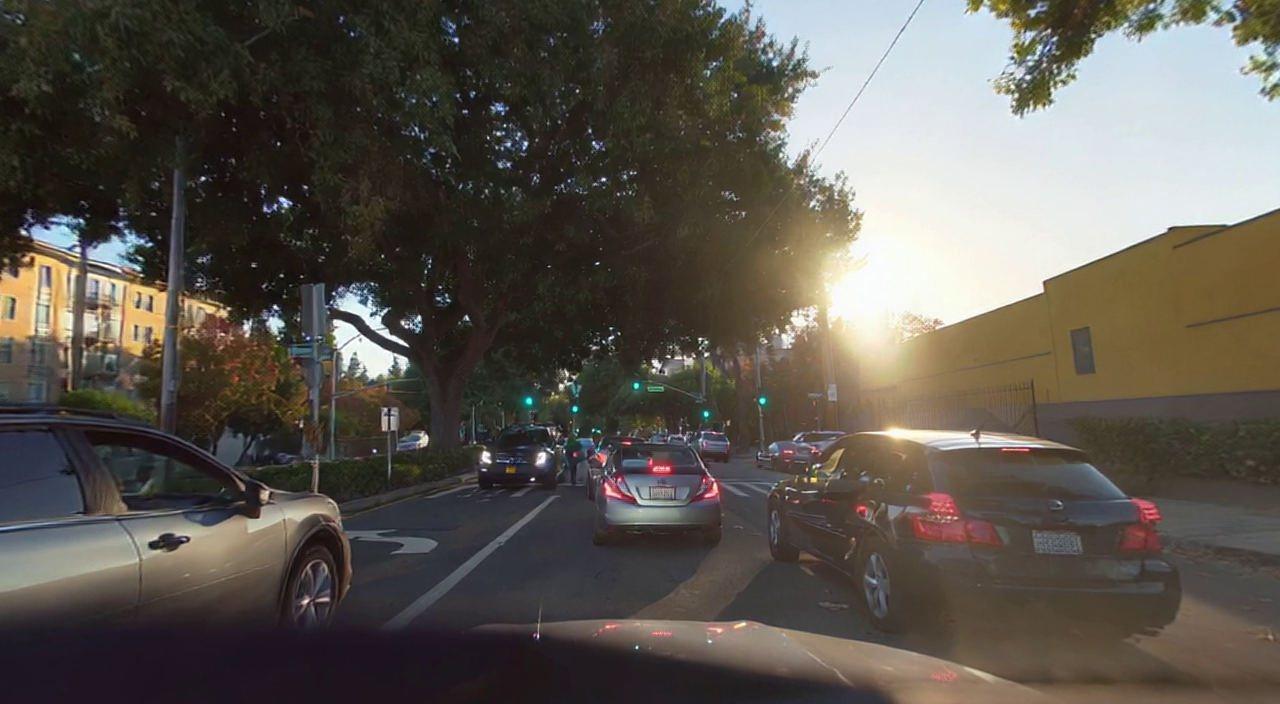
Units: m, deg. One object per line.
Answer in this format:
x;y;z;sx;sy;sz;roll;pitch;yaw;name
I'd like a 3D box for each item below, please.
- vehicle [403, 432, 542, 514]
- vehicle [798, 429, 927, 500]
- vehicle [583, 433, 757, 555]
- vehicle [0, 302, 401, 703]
-3.514;2.625;14.240;1.901;1.522;4.556;0;-9;0;vehicle
6.338;3.255;18.681;2.025;1.808;4.579;0;-9;-2;vehicle
0.270;1.996;9.578;2.095;1.438;3.843;0;-9;-3;vehicle
-3.270;0.928;3.387;2.152;1.802;4.628;0;-9;0;vehicle
